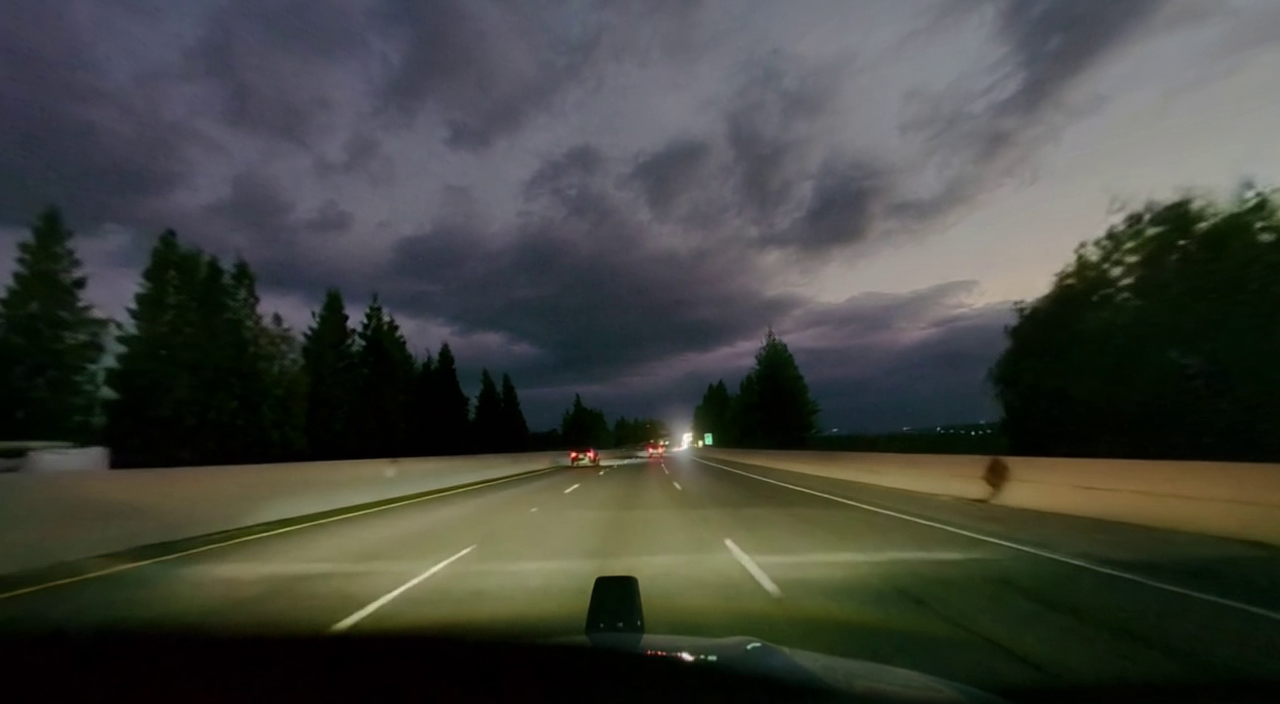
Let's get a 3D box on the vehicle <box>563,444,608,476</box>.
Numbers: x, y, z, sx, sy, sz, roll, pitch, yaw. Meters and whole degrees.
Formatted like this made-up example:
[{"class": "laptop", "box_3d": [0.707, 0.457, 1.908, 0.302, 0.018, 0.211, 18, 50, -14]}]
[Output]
[{"class": "vehicle", "box_3d": [-2.886, 5.819, 34.195, 1.959, 1.571, 4.313, -1, -9, 1]}]
